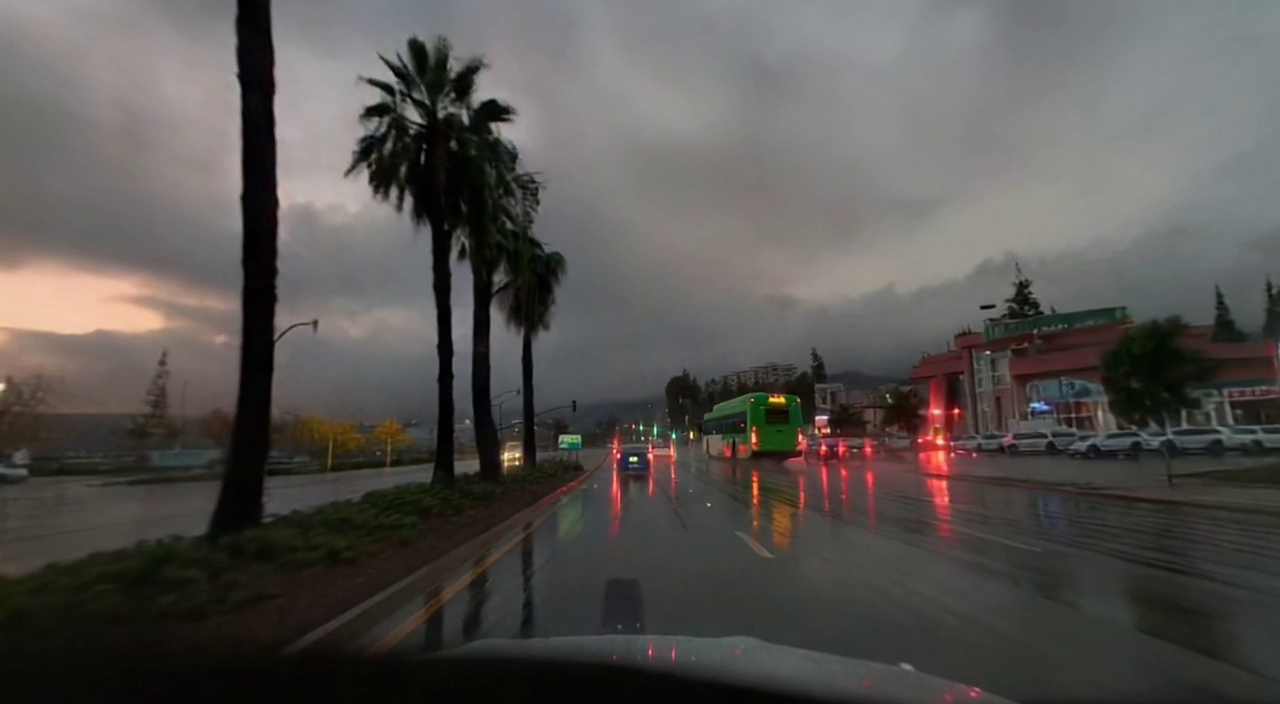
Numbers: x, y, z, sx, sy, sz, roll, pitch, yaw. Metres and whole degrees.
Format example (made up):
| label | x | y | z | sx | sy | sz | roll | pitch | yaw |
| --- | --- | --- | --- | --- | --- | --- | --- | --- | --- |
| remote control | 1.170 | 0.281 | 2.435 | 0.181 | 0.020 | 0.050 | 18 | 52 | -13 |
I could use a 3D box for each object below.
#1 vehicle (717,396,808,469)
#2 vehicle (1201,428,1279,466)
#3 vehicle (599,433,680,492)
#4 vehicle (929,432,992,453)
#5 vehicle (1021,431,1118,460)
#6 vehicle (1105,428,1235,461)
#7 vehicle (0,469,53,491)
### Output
| label | x | y | z | sx | sy | sz | roll | pitch | yaw |
| --- | --- | --- | --- | --- | --- | --- | --- | --- | --- |
| vehicle | 6.251 | 4.432 | 33.930 | 2.795 | 3.383 | 9.287 | 0 | -9 | -1 |
| vehicle | 25.601 | 3.792 | 25.331 | 4.319 | 1.444 | 1.888 | 0 | -9 | -1 |
| vehicle | -0.055 | 3.162 | 18.338 | 2.065 | 1.477 | 4.306 | 0 | -9 | -1 |
| vehicle | 24.973 | 7.099 | 49.336 | 3.950 | 1.441 | 1.675 | -2 | -8 | -2 |
| vehicle | 25.348 | 5.536 | 37.389 | 4.260 | 1.455 | 1.767 | -3 | -9 | 3 |
| vehicle | 25.194 | 4.432 | 30.152 | 4.492 | 1.492 | 1.855 | 0 | -9 | 1 |
| vehicle | -43.986 | 8.905 | 43.894 | 1.714 | 1.415 | 4.313 | -7 | -11 | 39 |
